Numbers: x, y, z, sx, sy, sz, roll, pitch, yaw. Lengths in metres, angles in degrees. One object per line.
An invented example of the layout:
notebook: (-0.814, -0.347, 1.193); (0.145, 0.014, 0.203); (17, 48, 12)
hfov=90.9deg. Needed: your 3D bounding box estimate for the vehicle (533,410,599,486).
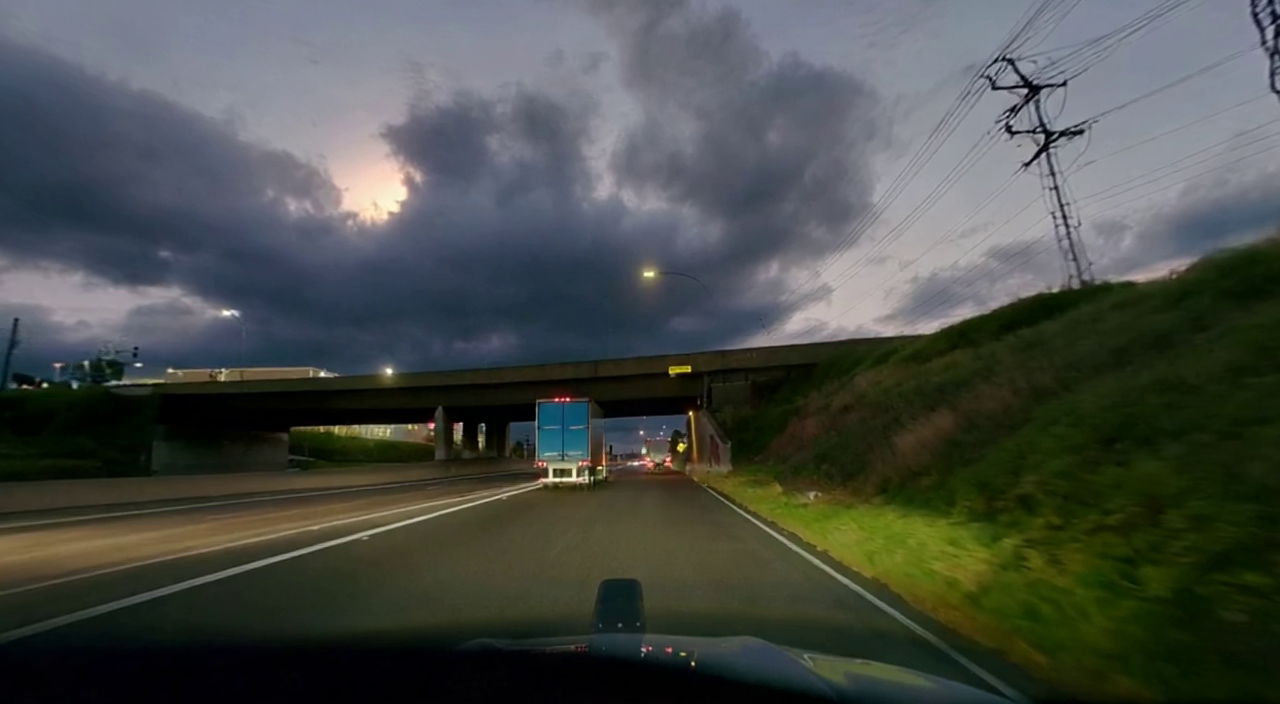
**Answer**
vehicle: (-4.242, 5.801, 38.192); (2.955, 4.022, 8.842); (0, -9, 0)
